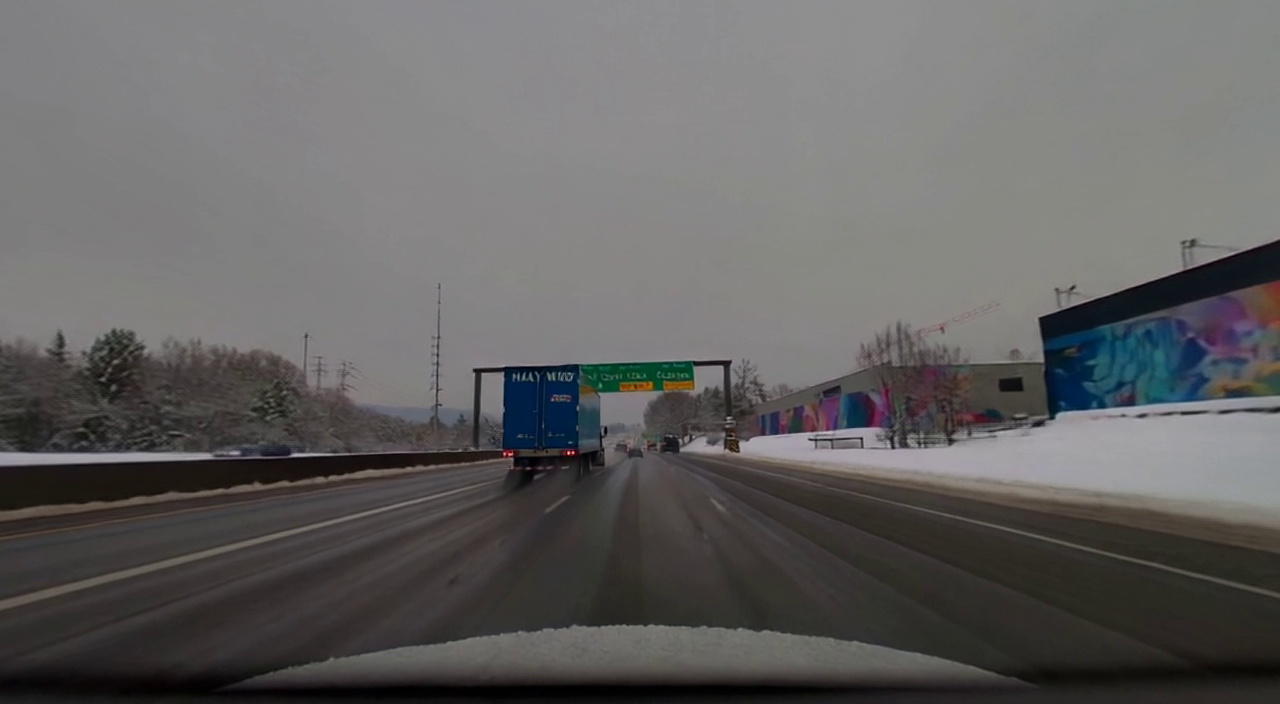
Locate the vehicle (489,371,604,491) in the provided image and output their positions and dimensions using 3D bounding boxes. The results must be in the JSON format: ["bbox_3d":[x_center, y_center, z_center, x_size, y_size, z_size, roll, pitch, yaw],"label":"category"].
[{"bbox_3d":[-3.469,3.239,26.239,2.977,4.048,8.890,1,-7,2],"label":"vehicle"}]

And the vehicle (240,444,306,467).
[{"bbox_3d":[-26.637,7.486,45.961,1.926,1.582,4.496,0,-8,2],"label":"vehicle"}]
